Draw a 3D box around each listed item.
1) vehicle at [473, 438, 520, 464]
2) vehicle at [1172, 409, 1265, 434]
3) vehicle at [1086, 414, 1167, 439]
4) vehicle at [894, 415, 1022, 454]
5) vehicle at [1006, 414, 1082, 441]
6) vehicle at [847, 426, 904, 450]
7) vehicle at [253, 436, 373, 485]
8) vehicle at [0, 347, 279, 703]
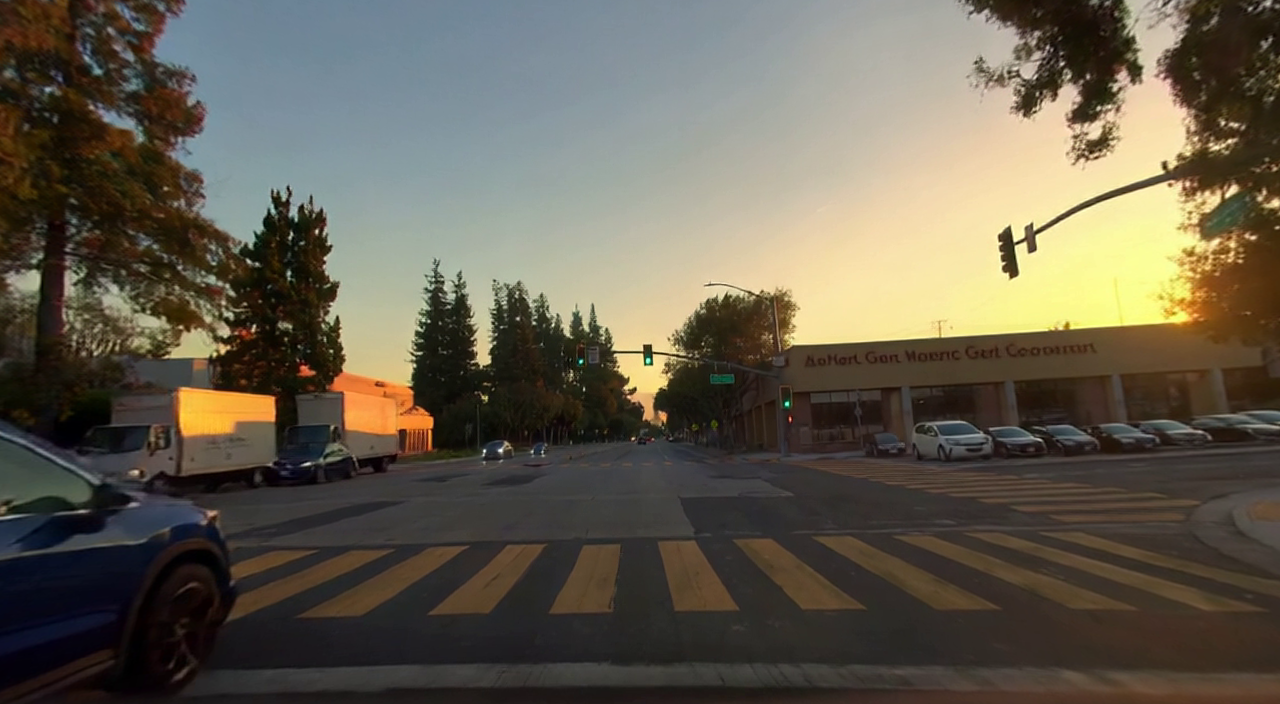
[{"bbox_3d":[-9.271,6.424,41.098,2.026,1.616,4.199,0,-8,1],"label":"vehicle"},{"bbox_3d":[38.419,4.678,42.034,1.715,1.480,4.701,0,-8,-1],"label":"vehicle"},{"bbox_3d":[31.360,4.828,40.754,1.823,1.480,4.003,0,-8,-4],"label":"vehicle"},{"bbox_3d":[13.988,3.660,27.911,4.566,1.670,2.000,0,-8,-2],"label":"vehicle"},{"bbox_3d":[26.305,4.974,41.240,2.011,1.656,4.163,0,-8,-3],"label":"vehicle"},{"bbox_3d":[17.190,6.322,46.155,3.329,1.415,1.821,-6,-9,2],"label":"vehicle"},{"bbox_3d":[-12.189,4.057,23.927,2.181,1.653,4.468,0,-8,0],"label":"vehicle"},{"bbox_3d":[-3.367,0.740,1.845,1.934,1.649,4.490,0,-8,0],"label":"vehicle"}]
